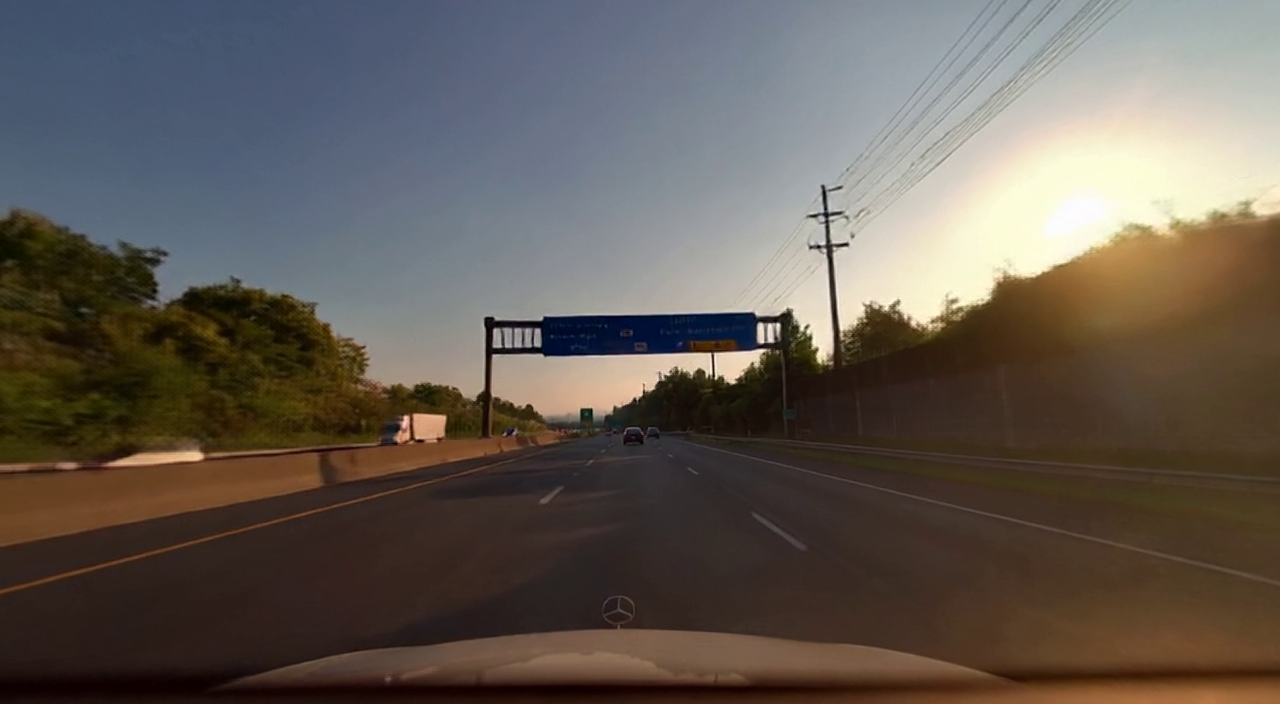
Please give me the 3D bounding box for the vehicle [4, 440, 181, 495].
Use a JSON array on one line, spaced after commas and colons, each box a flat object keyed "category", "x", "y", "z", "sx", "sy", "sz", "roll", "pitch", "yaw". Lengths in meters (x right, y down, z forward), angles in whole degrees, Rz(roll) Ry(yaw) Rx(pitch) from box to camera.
[{"category": "vehicle", "x": -16.327, "y": 3.409, "z": 19.100, "sx": 1.850, "sy": 1.447, "sz": 3.945, "roll": 0, "pitch": -8, "yaw": -1}]
